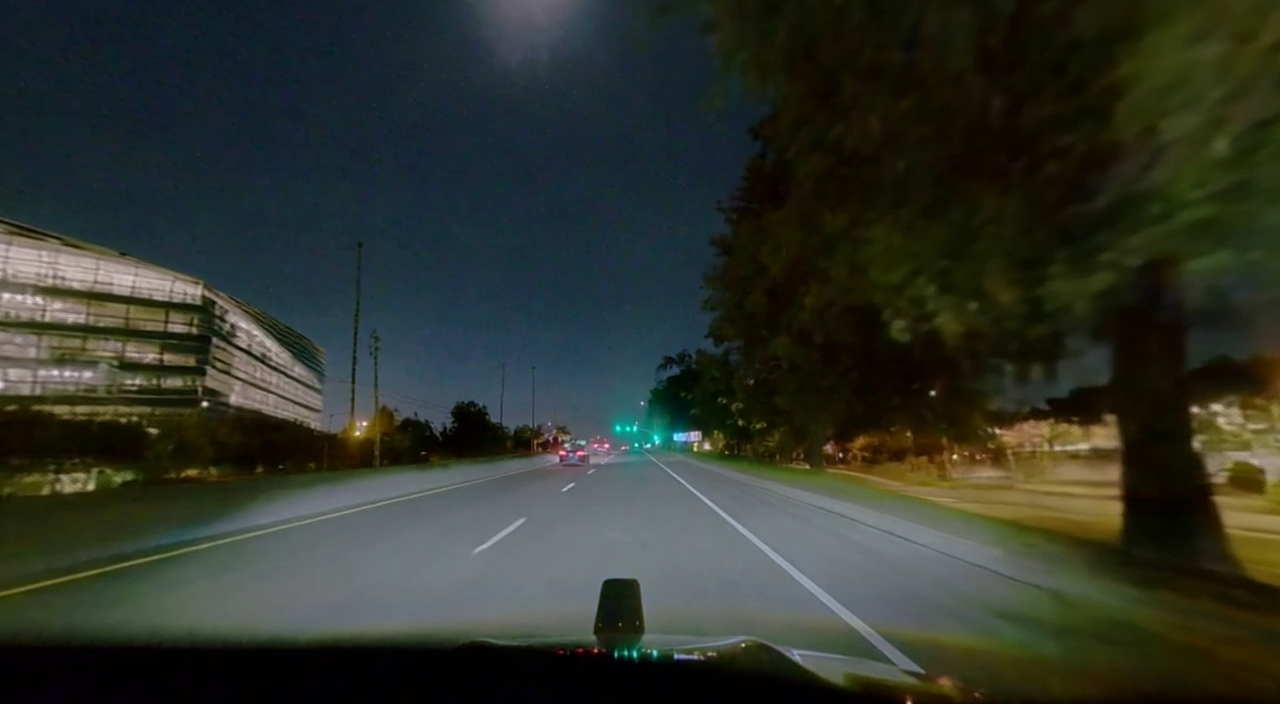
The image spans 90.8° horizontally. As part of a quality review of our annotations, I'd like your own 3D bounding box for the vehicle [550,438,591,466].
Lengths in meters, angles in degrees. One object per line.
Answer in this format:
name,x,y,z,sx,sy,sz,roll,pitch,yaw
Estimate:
vehicle,-4.047,5.919,37.486,1.984,1.521,4.682,0,-8,-1
